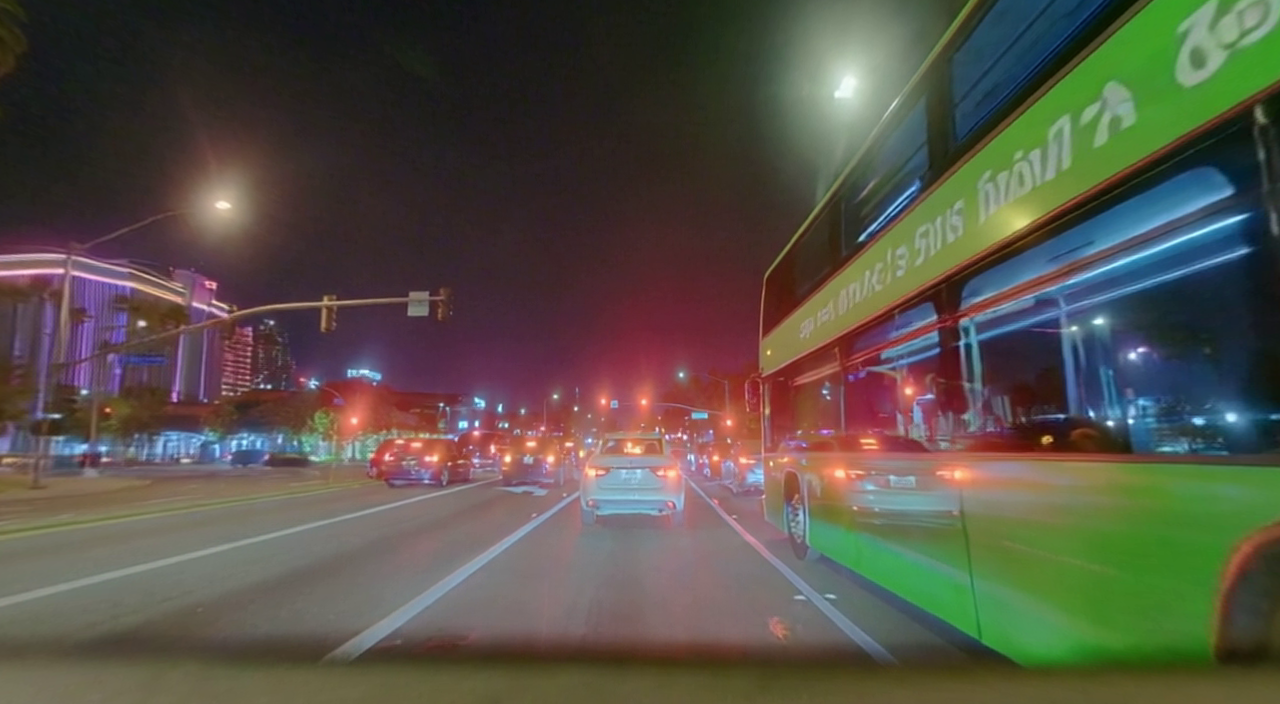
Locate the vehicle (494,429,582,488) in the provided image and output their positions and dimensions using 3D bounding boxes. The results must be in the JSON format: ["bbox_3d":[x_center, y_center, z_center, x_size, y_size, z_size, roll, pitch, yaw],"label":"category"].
[{"bbox_3d":[-3.224,3.487,20.876,2.020,1.721,4.366,0,-9,2],"label":"vehicle"}]

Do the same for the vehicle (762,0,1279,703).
[{"bbox_3d":[3.546,-0.125,3.777,2.970,4.015,13.606,0,-9,0],"label":"vehicle"}]

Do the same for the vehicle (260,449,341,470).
[{"bbox_3d":[-24.199,7.675,45.183,4.653,1.472,1.870,0,-9,-4],"label":"vehicle"}]

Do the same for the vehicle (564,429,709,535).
[{"bbox_3d":[-0.054,2.141,10.958,2.060,1.499,3.831,0,-9,0],"label":"vehicle"}]

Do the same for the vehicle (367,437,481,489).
[{"bbox_3d":[-6.874,3.580,20.749,1.927,1.480,4.832,0,-9,2],"label":"vehicle"}]
